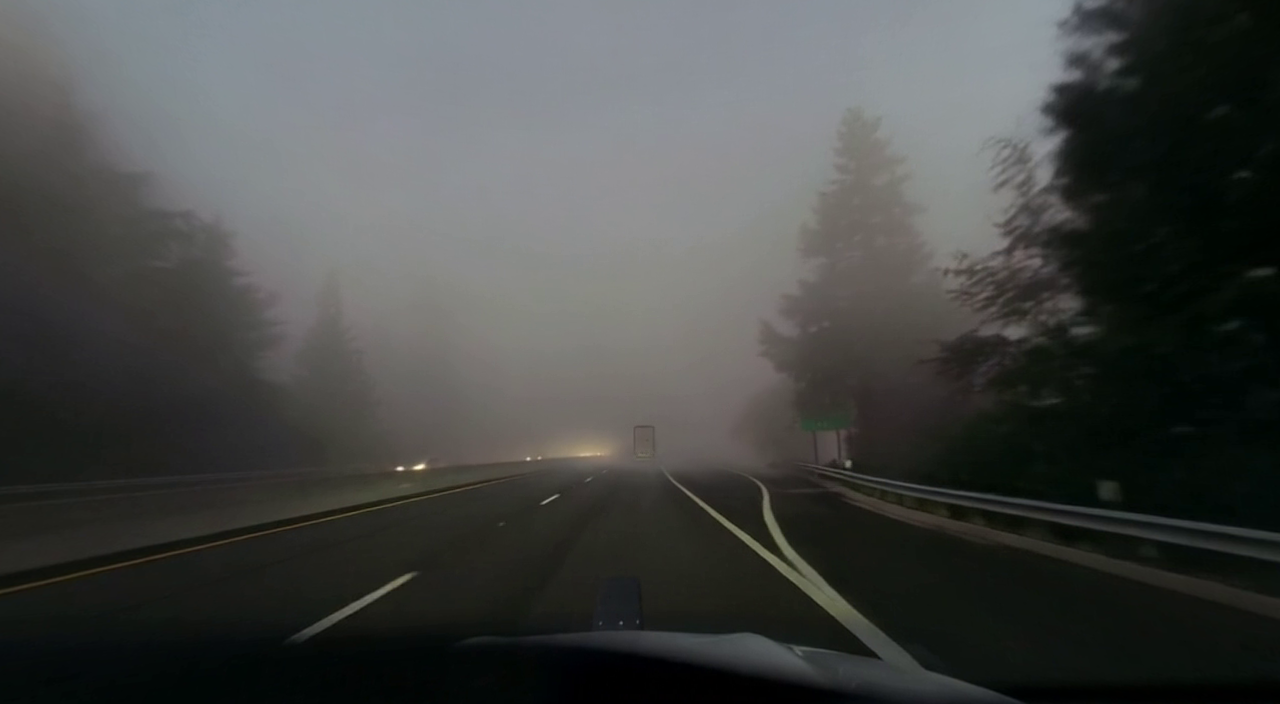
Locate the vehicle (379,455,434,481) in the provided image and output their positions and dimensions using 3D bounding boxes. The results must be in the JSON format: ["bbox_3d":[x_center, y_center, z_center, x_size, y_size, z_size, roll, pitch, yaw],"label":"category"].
[{"bbox_3d":[-16.371,8.138,44.555,1.955,1.678,5.003,0,-9,1],"label":"vehicle"}]
